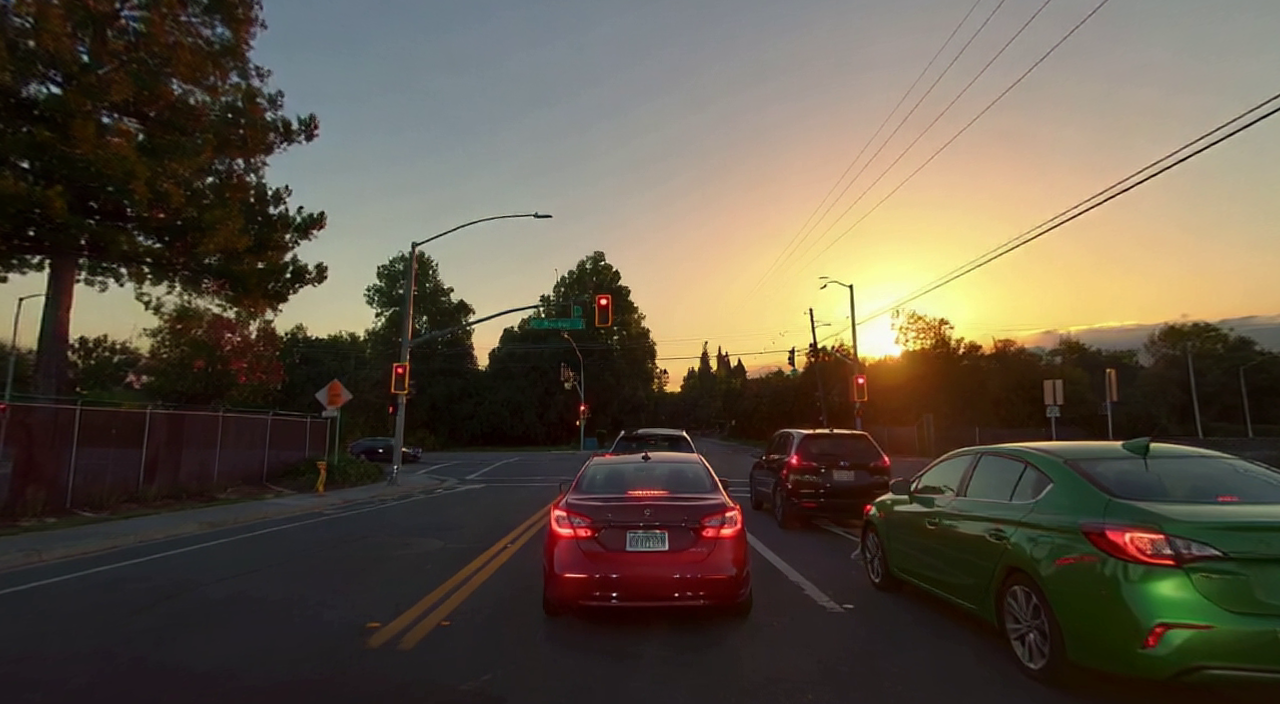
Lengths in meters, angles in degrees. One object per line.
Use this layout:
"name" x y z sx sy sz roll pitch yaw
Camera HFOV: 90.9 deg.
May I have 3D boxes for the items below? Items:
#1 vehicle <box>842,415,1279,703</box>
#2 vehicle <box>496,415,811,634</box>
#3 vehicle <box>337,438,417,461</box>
"vehicle" 3.094 1.238 4.161 2.027 1.432 4.431 0 -8 0
"vehicle" 0.072 1.519 6.614 2.170 1.497 4.369 0 -8 -1
"vehicle" -17.241 6.421 41.463 4.406 1.458 1.892 -1 -8 7
